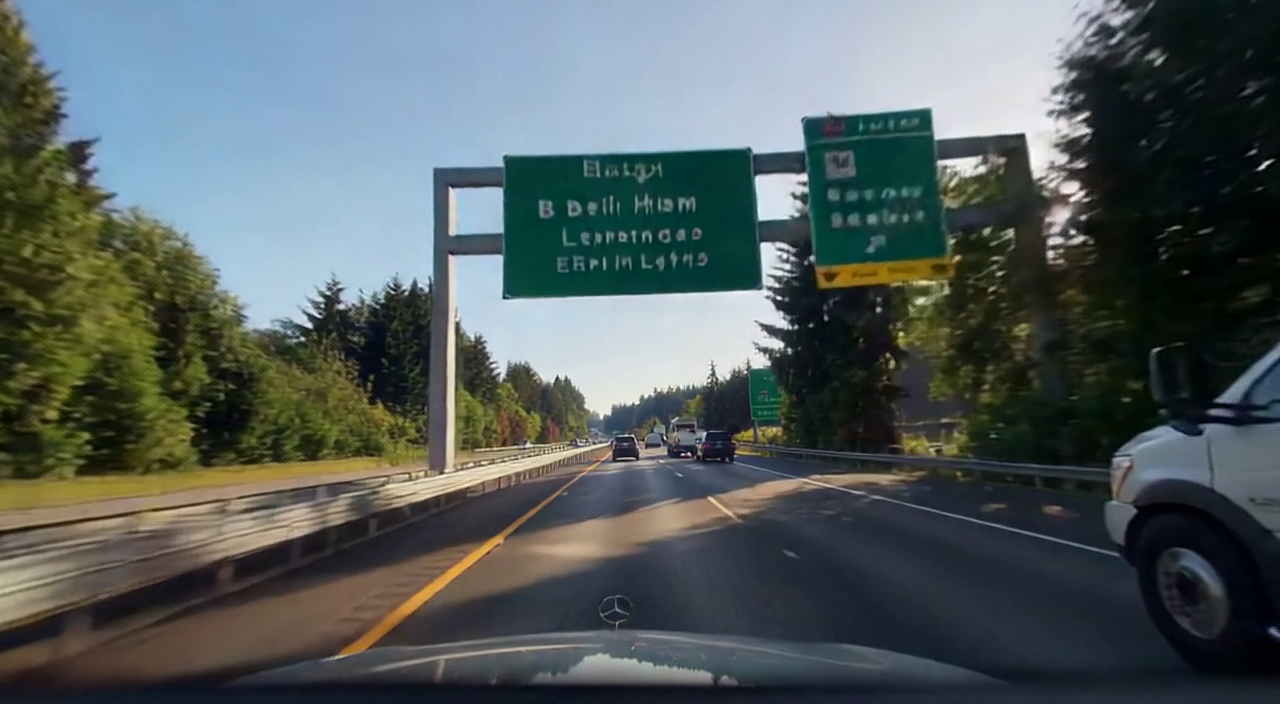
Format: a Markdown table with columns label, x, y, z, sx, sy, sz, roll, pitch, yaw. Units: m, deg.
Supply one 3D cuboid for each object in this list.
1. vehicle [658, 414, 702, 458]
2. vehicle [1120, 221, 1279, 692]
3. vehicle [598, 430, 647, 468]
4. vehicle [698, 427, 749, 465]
| label | x | y | z | sx | sy | sz | roll | pitch | yaw |
| --- | --- | --- | --- | --- | --- | --- | --- | --- | --- |
| vehicle | 2.949 | 6.461 | 48.498 | 2.728 | 3.053 | 7.708 | 0 | -7 | -1 |
| vehicle | 4.612 | 0.283 | 1.276 | 2.452 | 2.444 | 5.972 | 0 | -7 | -1 |
| vehicle | -0.814 | 4.632 | 30.509 | 2.206 | 1.681 | 4.111 | 0 | -7 | -1 |
| vehicle | 4.379 | 4.976 | 33.646 | 2.073 | 1.905 | 4.023 | 0 | -7 | -2 |
